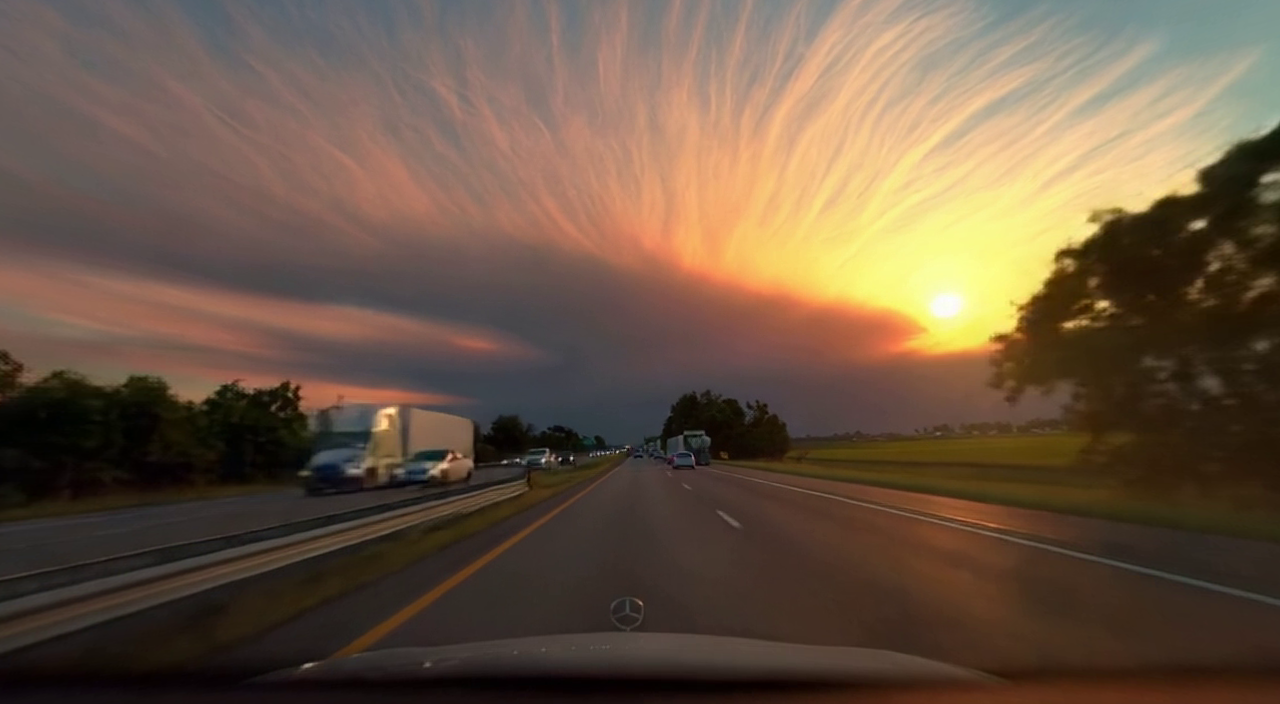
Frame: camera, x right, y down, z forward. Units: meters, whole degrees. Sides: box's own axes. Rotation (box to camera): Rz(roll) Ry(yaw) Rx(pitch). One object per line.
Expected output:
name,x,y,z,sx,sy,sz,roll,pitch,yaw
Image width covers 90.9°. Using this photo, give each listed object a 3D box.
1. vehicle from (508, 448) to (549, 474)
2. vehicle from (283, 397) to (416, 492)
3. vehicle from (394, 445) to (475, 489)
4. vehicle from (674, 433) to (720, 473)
vehicle,-8.515,8.358,48.688,2.140,1.850,5.186,0,-9,1
vehicle,-13.263,4.332,29.460,3.328,3.980,5.765,0,-9,0
vehicle,-9.142,5.126,28.518,2.072,1.794,4.732,0,-9,-1
vehicle,3.823,6.948,43.413,2.472,2.562,5.594,0,-9,-2
